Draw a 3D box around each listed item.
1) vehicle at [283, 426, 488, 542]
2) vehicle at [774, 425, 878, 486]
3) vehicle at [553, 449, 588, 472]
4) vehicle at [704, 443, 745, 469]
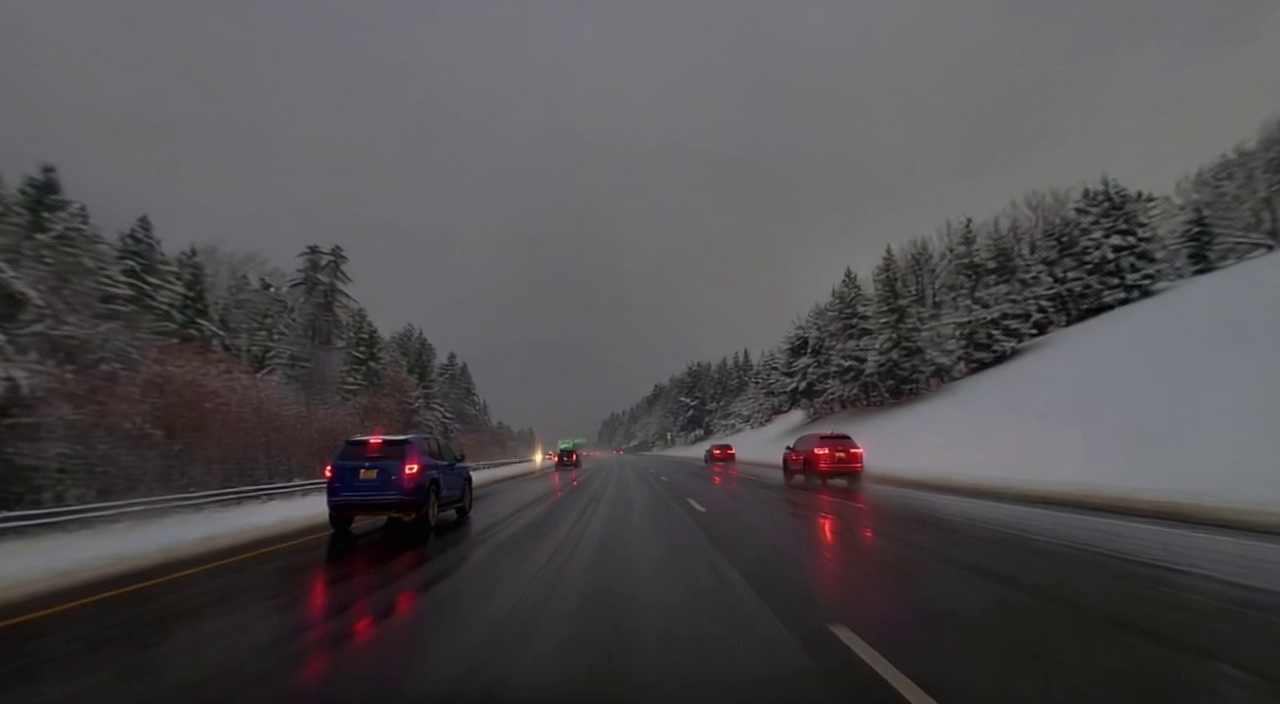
[{"bbox_3d":[-4.410,2.350,11.826,2.079,1.745,4.281,0,-9,-1],"label":"vehicle"},{"bbox_3d":[7.010,4.011,24.488,2.378,2.096,5.119,0,-9,-1],"label":"vehicle"},{"bbox_3d":[-4.680,7.362,42.973,2.009,1.488,4.289,0,-9,-2],"label":"vehicle"},{"bbox_3d":[5.963,7.410,45.041,2.107,1.732,4.527,0,-9,-3],"label":"vehicle"}]
